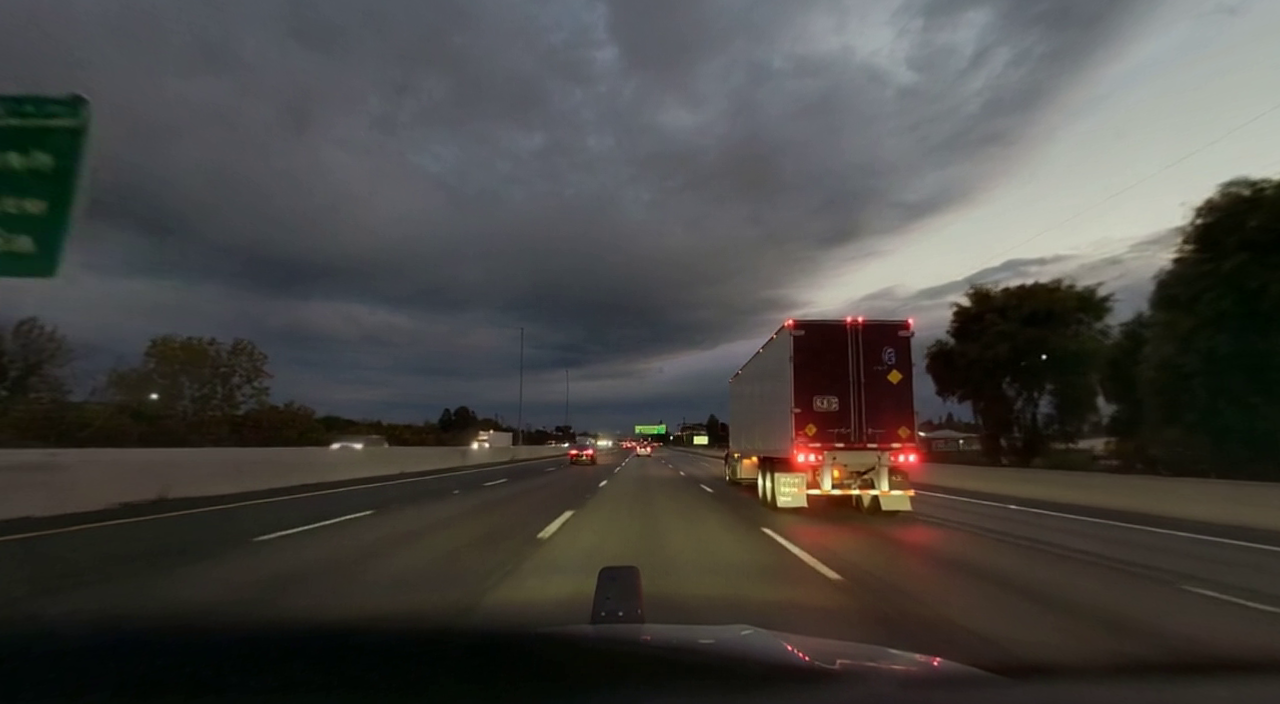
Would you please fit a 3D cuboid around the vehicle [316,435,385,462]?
[{"bbox_3d":[-21.067,7.046,46.088,2.206,1.777,5.688,0,-9,2],"label":"vehicle"}]

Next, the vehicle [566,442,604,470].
[{"bbox_3d":[-3.407,6.546,39.752,2.000,1.658,4.155,0,-9,0],"label":"vehicle"}]

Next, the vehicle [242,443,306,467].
[{"bbox_3d":[-24.603,6.936,42.484,1.938,1.539,3.945,0,-9,0],"label":"vehicle"}]

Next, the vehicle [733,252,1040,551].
[{"bbox_3d":[3.785,1.134,12.115,3.042,4.037,7.253,0,-9,1],"label":"vehicle"}]
